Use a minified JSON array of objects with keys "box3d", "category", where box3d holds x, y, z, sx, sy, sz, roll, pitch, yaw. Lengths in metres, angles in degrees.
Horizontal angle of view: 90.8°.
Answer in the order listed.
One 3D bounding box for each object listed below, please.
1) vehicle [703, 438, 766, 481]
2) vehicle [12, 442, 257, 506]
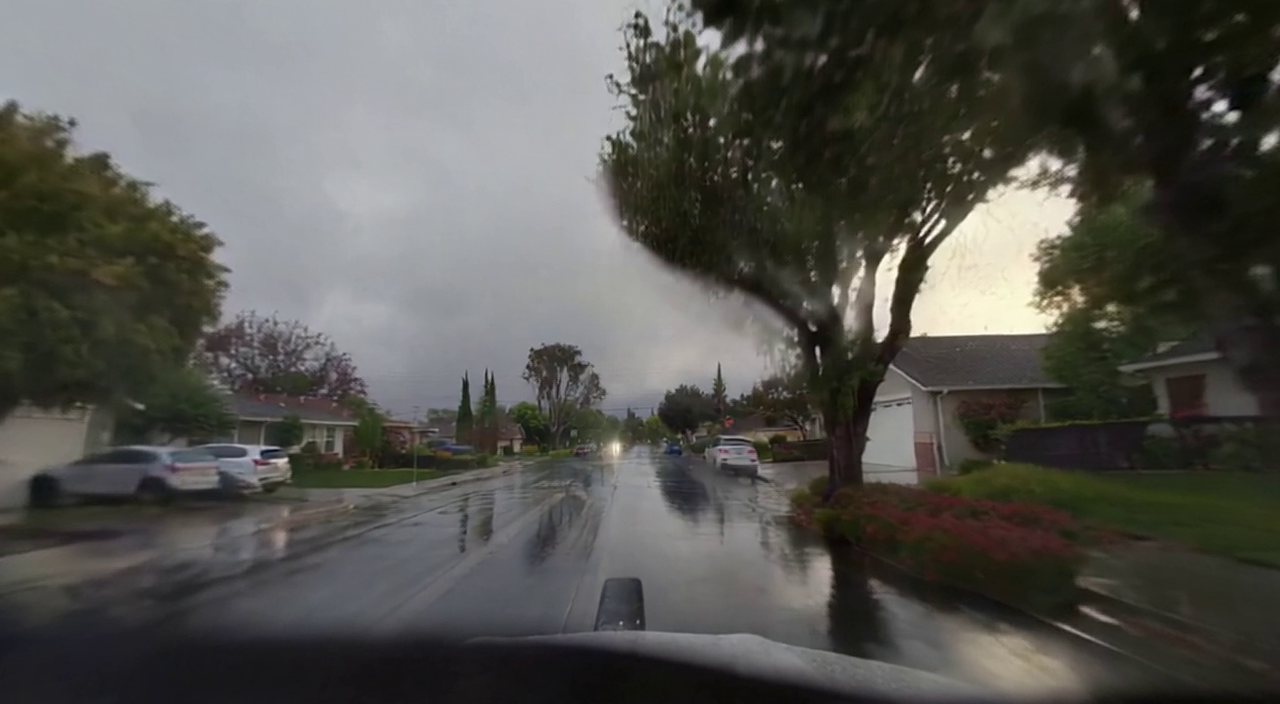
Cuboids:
[{"box3d":[3.585,4.161,24.686,1.975,1.528,4.000,0,-9,2],"category":"vehicle"},{"box3d":[-12.983,3.150,16.517,4.572,1.522,1.999,1,-9,-3],"category":"vehicle"}]
